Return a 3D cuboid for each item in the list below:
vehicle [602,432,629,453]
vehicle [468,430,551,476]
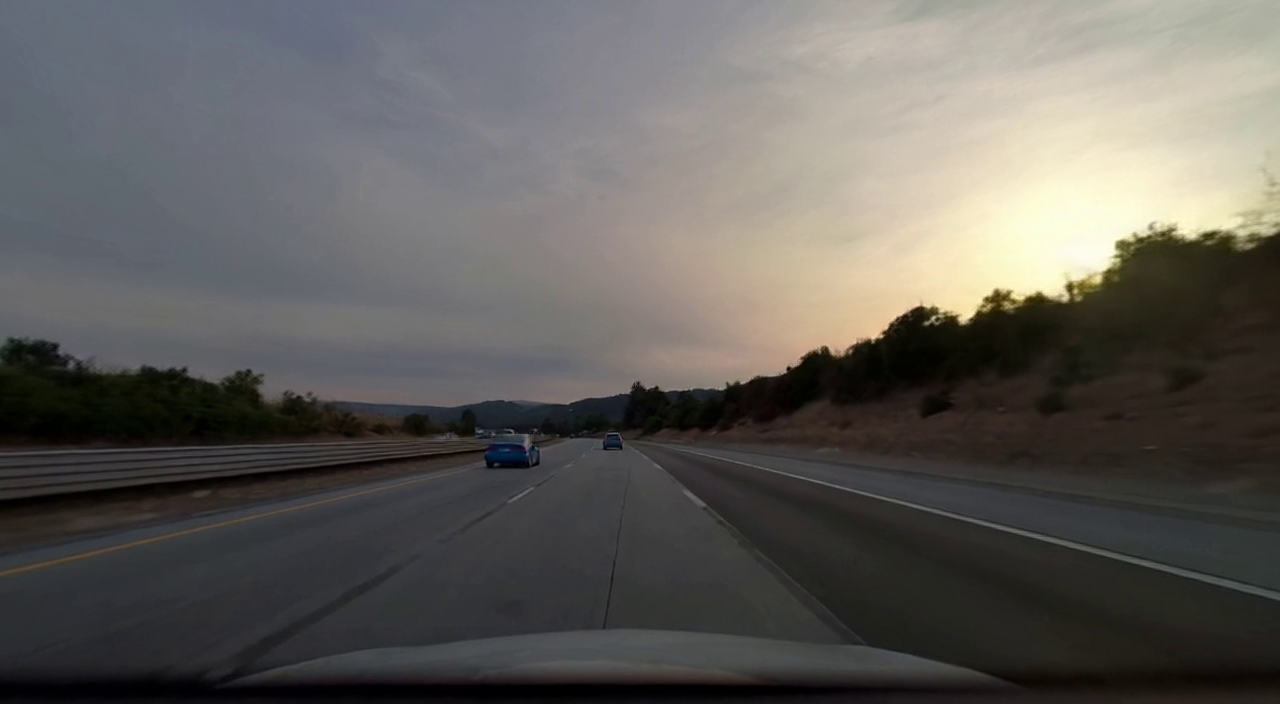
[{"bbox_3d":[-1.908,7.012,48.988,1.997,1.589,4.179,0,-8,-2],"label":"vehicle"},{"bbox_3d":[-4.785,3.766,23.912,2.141,1.534,5.099,0,-8,-1],"label":"vehicle"}]
